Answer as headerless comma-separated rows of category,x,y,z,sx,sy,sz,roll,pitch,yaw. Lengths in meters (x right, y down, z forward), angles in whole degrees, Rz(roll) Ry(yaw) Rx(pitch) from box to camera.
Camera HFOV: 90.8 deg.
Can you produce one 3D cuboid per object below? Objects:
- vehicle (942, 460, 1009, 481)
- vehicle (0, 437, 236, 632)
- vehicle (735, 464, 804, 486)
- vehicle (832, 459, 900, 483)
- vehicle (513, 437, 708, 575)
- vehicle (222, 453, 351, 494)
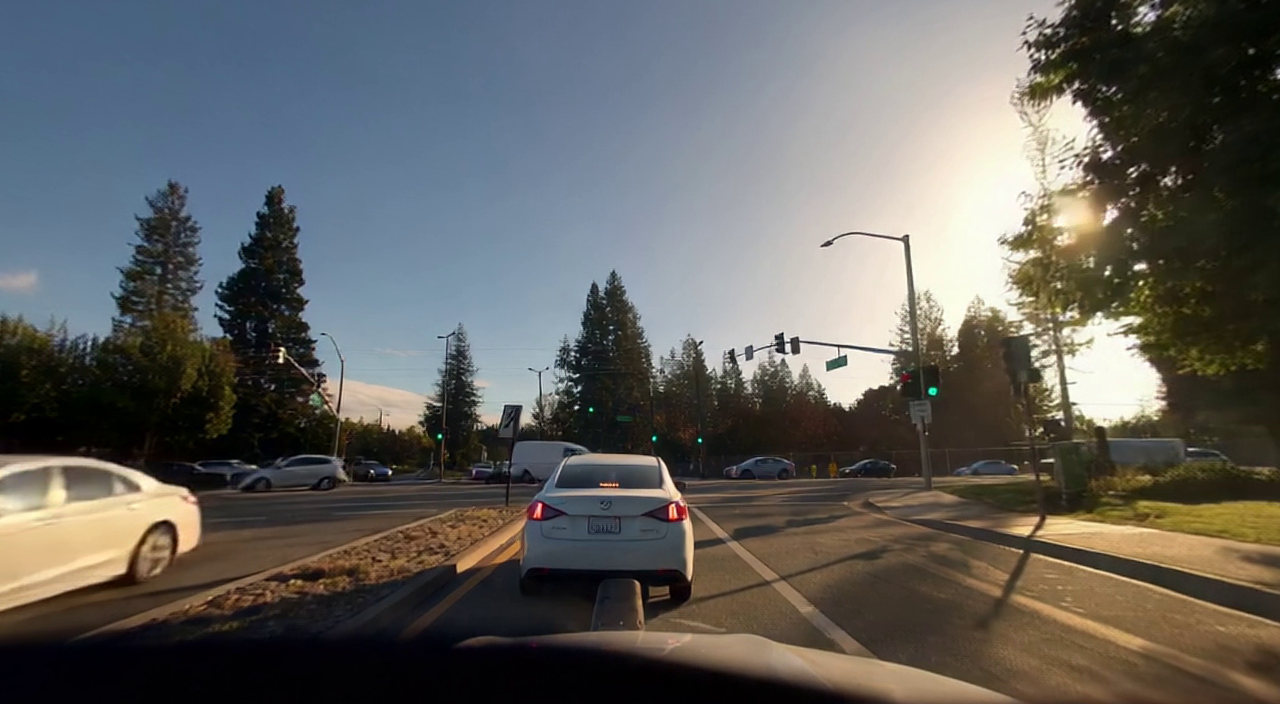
vehicle,25.937,9.149,48.853,4.358,1.471,1.875,2,-9,-16
vehicle,-6.198,1.582,5.868,2.078,1.534,4.646,1,-9,-4
vehicle,9.046,8.581,44.147,4.254,1.359,1.895,2,-9,-16
vehicle,16.469,8.672,46.152,4.337,1.637,1.860,2,-9,-16
vehicle,-0.367,1.996,9.069,2.112,1.479,4.264,0,-9,-1
vehicle,-18.533,6.359,33.263,5.500,2.012,2.201,-1,-9,5
